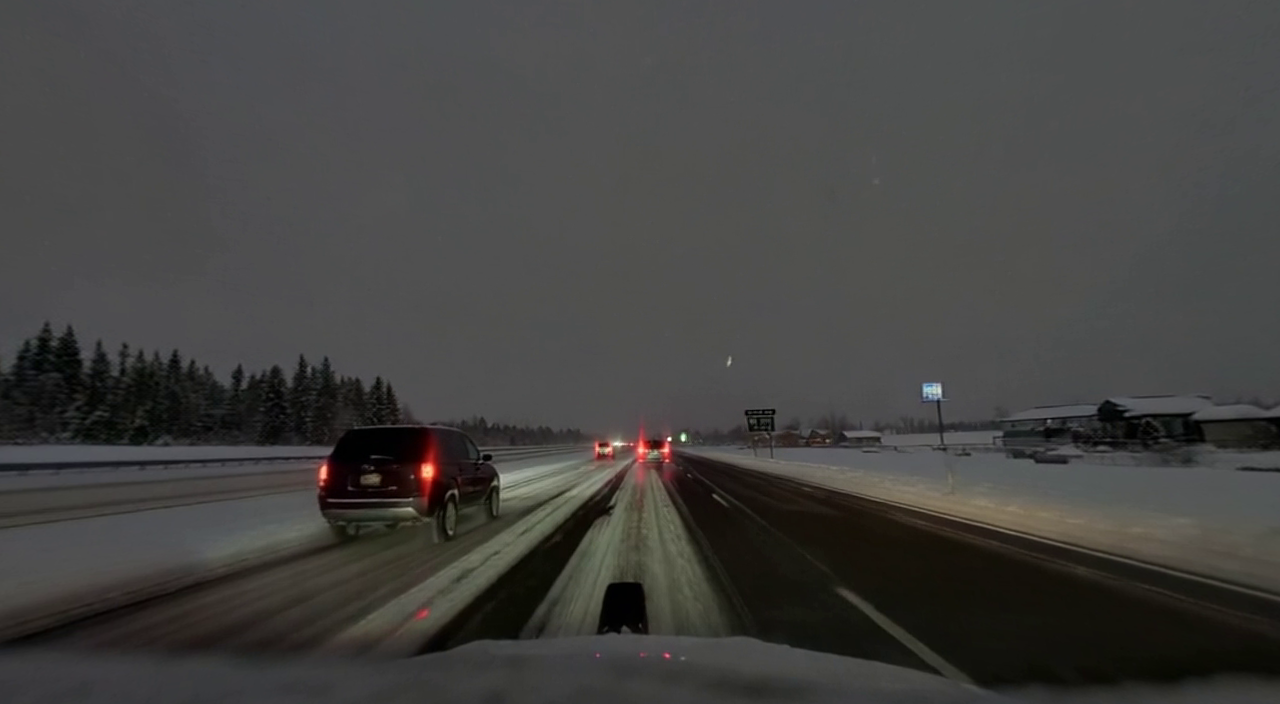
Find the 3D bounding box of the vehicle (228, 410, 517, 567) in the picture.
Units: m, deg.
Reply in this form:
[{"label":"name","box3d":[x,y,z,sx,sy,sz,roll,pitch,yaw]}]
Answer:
[{"label":"vehicle","box3d":[-3.511,1.899,9.561,2.239,1.761,4.620,0,-8,1]}]

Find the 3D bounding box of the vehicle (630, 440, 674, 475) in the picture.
[{"label":"vehicle","box3d":[0.545,5.068,30.492,2.000,1.558,3.945,0,-8,0]}]
